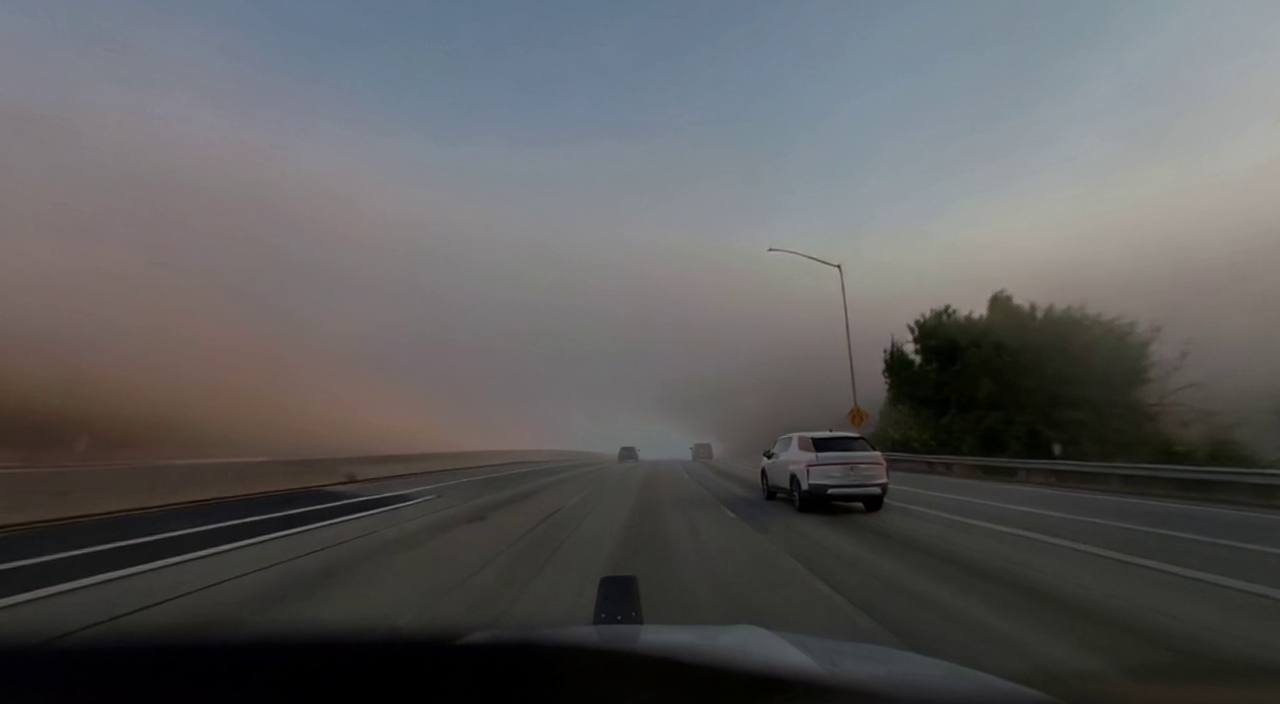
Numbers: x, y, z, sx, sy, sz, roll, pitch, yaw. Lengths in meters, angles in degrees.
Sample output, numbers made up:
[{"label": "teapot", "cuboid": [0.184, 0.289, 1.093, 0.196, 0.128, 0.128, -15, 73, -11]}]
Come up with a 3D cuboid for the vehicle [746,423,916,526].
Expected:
[{"label": "vehicle", "cuboid": [3.643, 2.432, 13.053, 2.075, 1.743, 4.410, 0, -9, -1]}]
